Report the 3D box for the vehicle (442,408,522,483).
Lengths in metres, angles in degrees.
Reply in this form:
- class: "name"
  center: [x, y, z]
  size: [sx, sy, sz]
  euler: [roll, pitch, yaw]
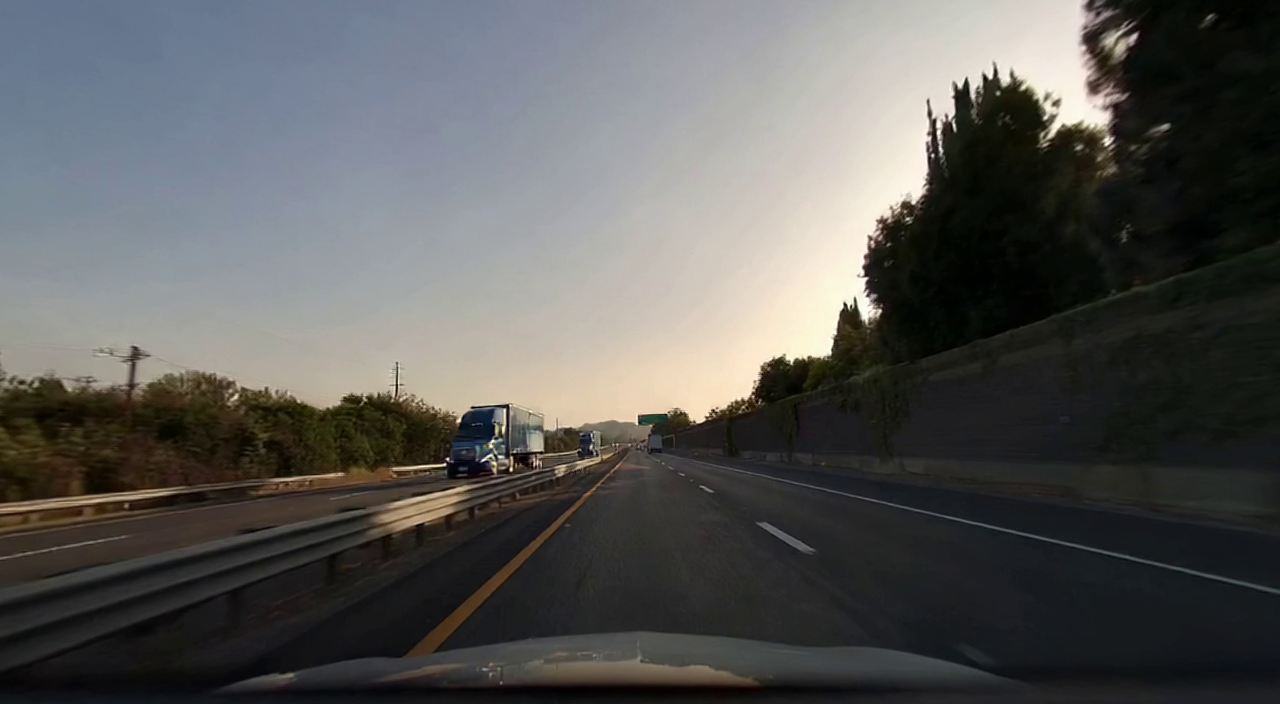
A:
- class: "vehicle"
  center: [-8.776, 5.331, 35.667]
  size: [3.025, 3.871, 5.988]
  euler: [0, -9, -1]
